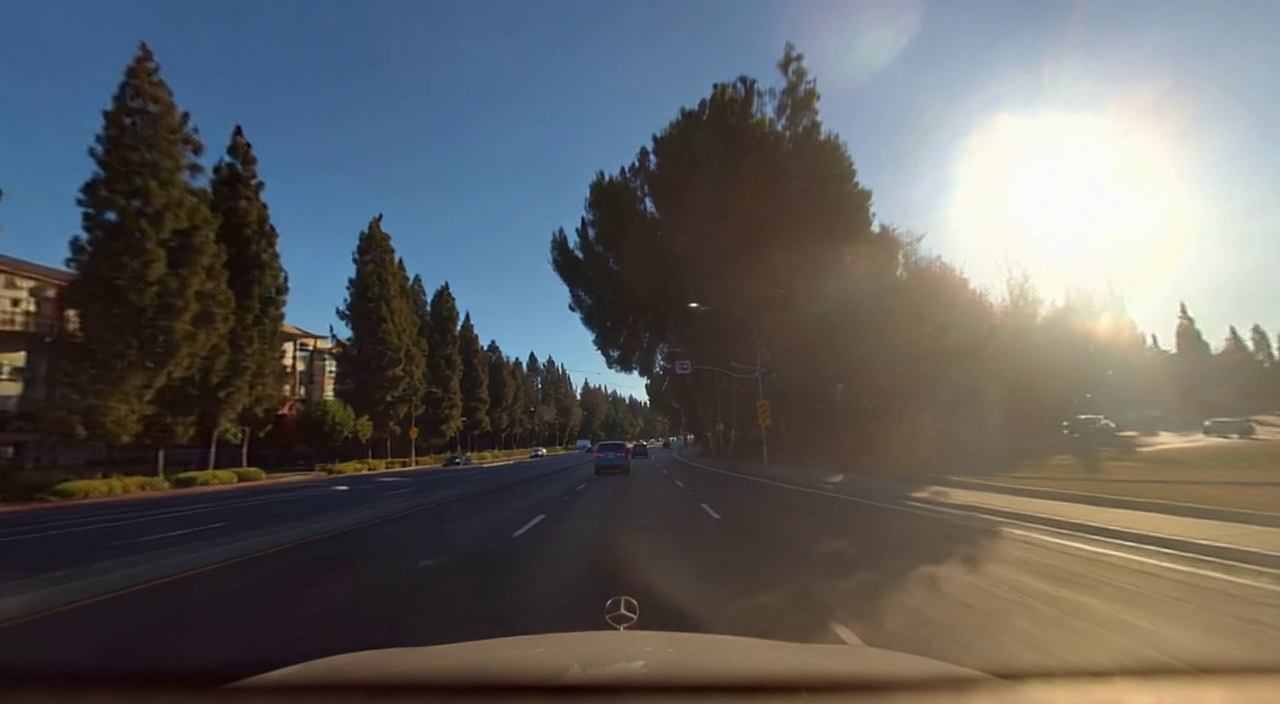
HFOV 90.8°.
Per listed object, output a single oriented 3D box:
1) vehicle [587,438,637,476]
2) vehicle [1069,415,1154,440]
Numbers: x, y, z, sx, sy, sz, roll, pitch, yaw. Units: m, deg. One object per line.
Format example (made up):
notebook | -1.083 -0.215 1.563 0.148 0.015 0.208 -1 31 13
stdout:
vehicle | -1.291 5.155 31.214 2.174 1.703 4.231 0 -9 1
vehicle | 34.816 5.590 46.750 4.612 1.753 1.887 0 -9 2
